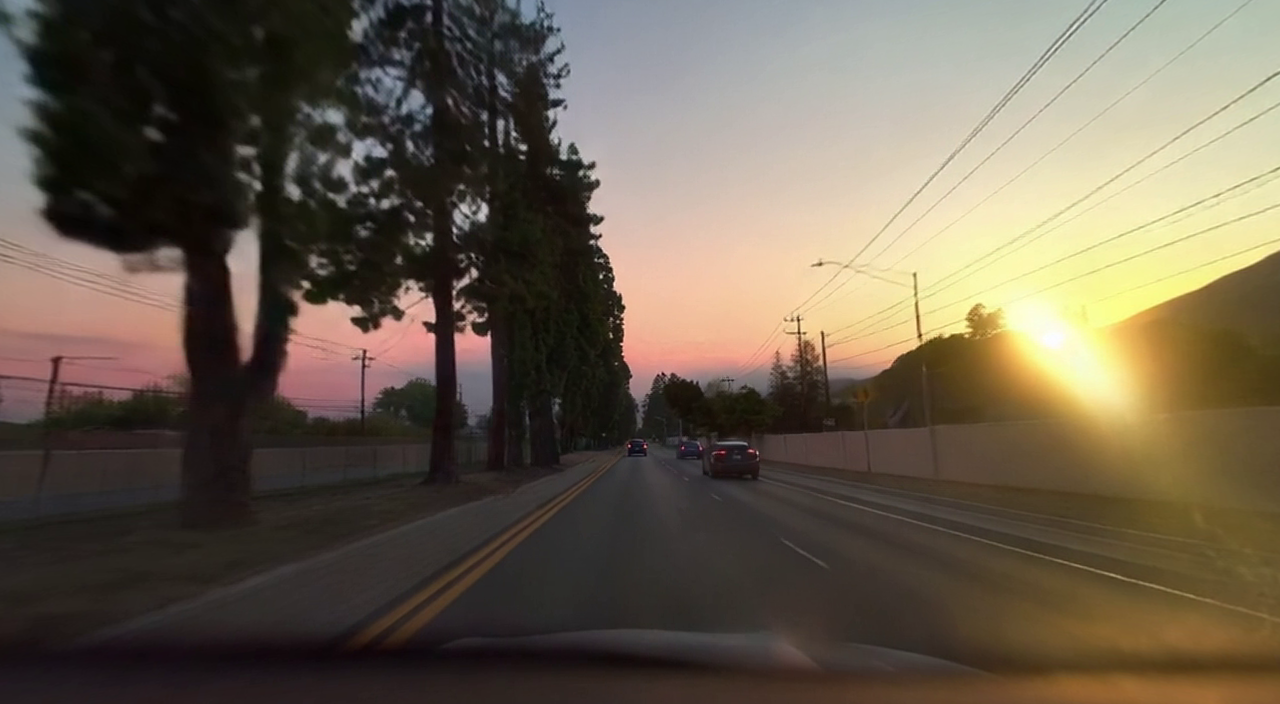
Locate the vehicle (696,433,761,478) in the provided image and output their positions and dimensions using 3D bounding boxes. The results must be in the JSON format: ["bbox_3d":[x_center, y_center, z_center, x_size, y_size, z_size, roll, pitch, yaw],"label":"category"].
[{"bbox_3d":[3.855,4.589,28.277,2.112,1.825,4.574,0,-9,-2],"label":"vehicle"}]

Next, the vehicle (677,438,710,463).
[{"bbox_3d":[3.790,7.070,45.390,2.012,1.653,4.115,0,-9,0],"label":"vehicle"}]
